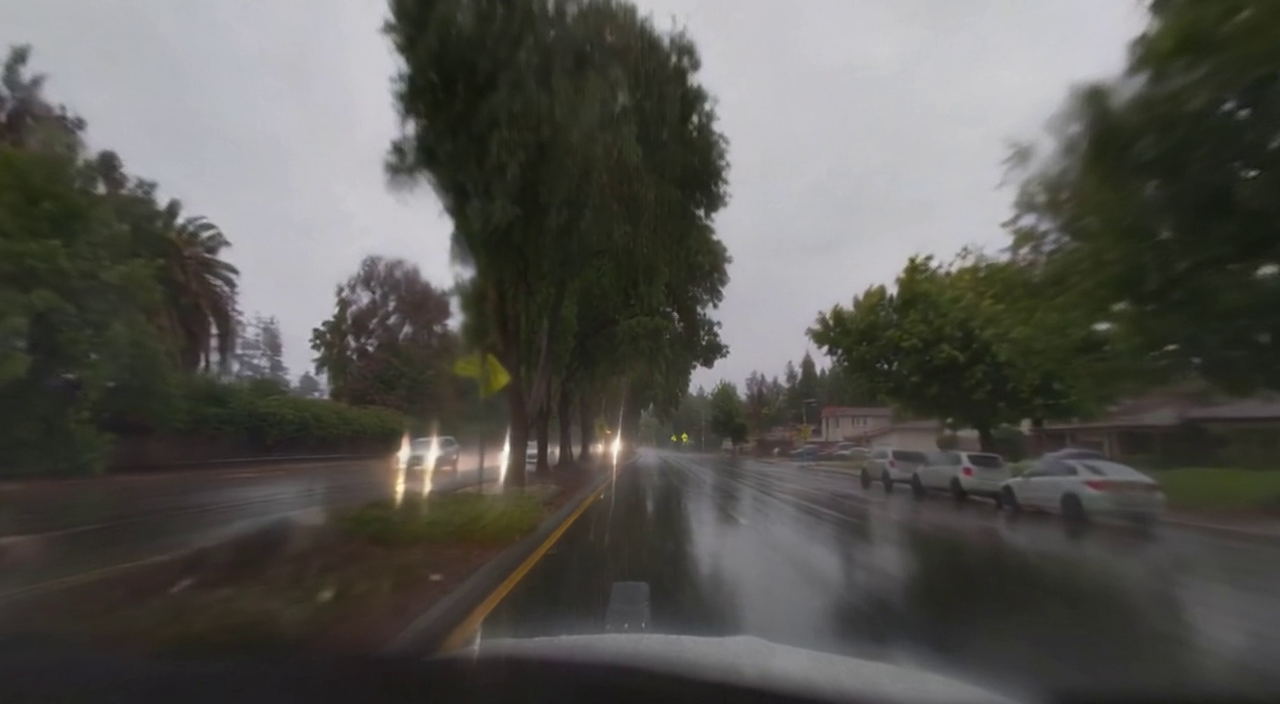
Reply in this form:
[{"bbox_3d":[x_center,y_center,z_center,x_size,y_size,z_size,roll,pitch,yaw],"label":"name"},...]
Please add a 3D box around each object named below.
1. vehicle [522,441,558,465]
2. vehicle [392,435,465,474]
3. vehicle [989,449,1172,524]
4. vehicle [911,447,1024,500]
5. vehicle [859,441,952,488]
[{"bbox_3d":[-7.136,7.214,45.345,1.934,1.619,3.991,0,-8,0],"label":"vehicle"},{"bbox_3d":[-10.983,5.343,33.196,2.176,1.896,4.800,0,-8,0],"label":"vehicle"},{"bbox_3d":[11.571,3.491,16.986,2.061,1.575,4.098,4,-8,1],"label":"vehicle"},{"bbox_3d":[11.667,4.297,22.783,1.869,1.522,4.295,4,-8,1],"label":"vehicle"},{"bbox_3d":[11.844,4.999,28.552,2.178,1.858,4.726,2,-8,0],"label":"vehicle"}]
